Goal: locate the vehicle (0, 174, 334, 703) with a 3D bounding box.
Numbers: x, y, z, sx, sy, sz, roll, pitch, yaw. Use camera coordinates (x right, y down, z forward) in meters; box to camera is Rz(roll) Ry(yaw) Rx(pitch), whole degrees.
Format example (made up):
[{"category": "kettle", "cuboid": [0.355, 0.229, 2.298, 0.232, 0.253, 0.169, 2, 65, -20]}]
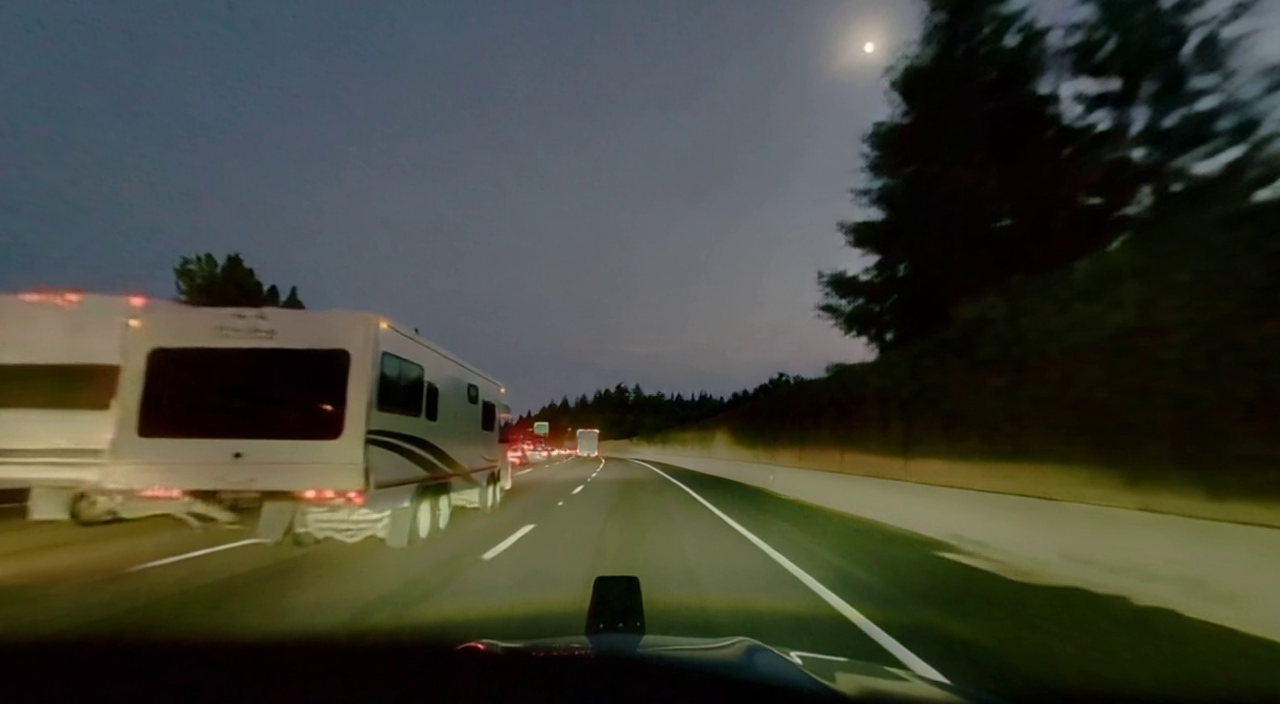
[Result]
[{"category": "vehicle", "cuboid": [-4.102, 0.671, 4.017, 2.331, 2.583, 3.743, 0, -9, 0]}]
